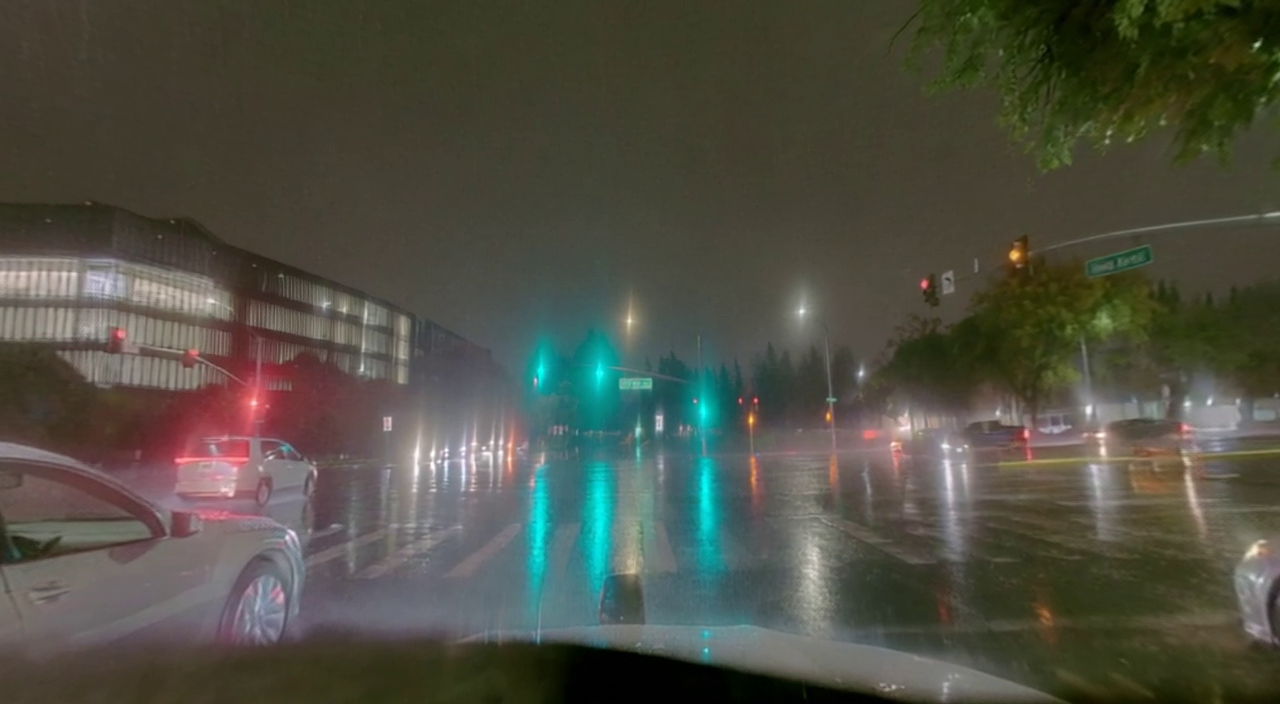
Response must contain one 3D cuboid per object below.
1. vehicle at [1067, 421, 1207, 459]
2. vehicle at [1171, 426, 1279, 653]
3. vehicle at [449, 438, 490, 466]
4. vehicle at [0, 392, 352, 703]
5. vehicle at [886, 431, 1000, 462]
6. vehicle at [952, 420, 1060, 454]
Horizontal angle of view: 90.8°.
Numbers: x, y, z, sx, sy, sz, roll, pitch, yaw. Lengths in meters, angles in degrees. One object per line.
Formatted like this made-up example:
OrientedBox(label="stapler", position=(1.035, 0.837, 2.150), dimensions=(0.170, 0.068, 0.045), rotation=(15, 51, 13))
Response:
OrientedBox(label="vehicle", position=(20.254, 3.608, 25.860), dimensions=(4.181, 1.483, 1.831), rotation=(0, -8, -3))
OrientedBox(label="vehicle", position=(4.962, 0.988, 2.561), dimensions=(1.949, 1.449, 4.530), rotation=(-1, -8, 5))
OrientedBox(label="vehicle", position=(-12.809, 7.481, 47.594), dimensions=(2.051, 1.715, 4.346), rotation=(-2, -6, -2))
OrientedBox(label="vehicle", position=(-3.070, 0.916, 2.300), dimensions=(1.919, 1.478, 4.720), rotation=(0, -8, -1))
OrientedBox(label="vehicle", position=(15.073, 4.726, 31.597), dimensions=(4.660, 1.495, 2.007), rotation=(0, -8, -2))
OrientedBox(label="vehicle", position=(20.147, 4.711, 34.934), dimensions=(4.611, 1.797, 2.096), rotation=(0, -8, -2))
